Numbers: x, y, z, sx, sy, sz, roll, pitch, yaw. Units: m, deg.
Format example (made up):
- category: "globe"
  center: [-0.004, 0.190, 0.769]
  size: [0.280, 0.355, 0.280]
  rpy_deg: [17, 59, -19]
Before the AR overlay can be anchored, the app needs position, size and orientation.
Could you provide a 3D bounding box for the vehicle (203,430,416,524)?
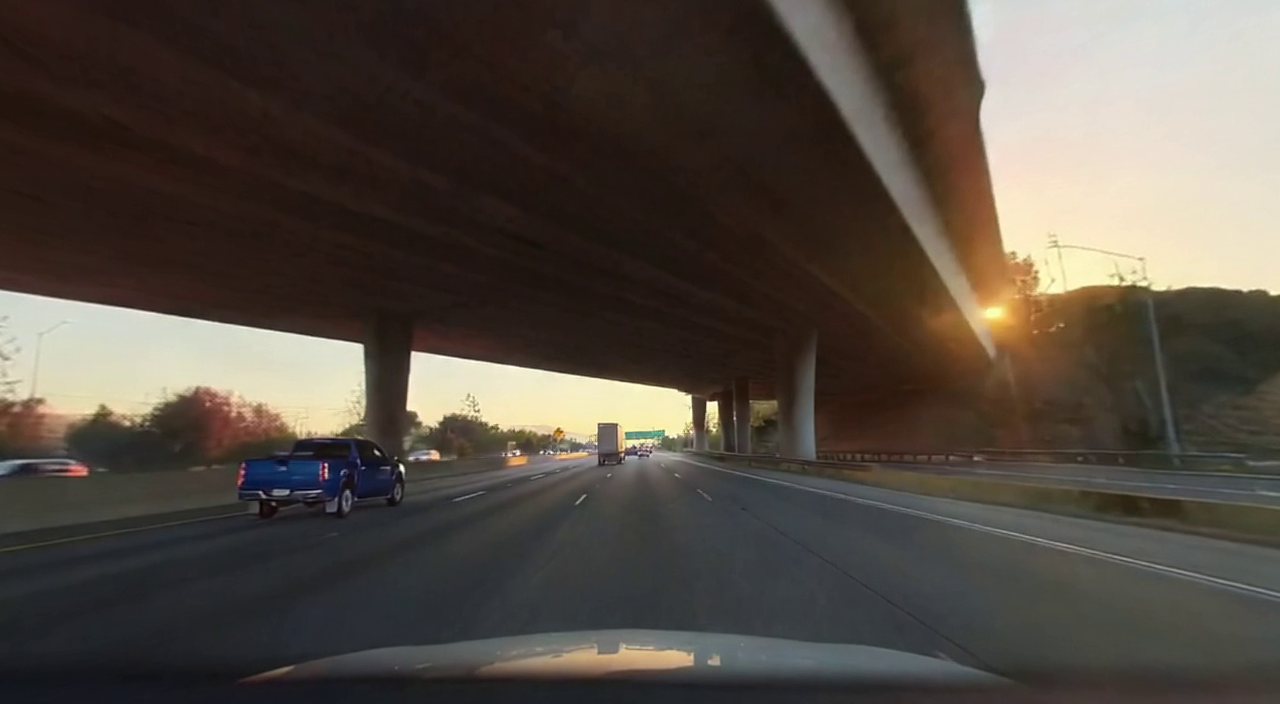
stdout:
- category: "vehicle"
  center: [-6.999, 2.688, 14.127]
  size: [2.168, 1.729, 4.724]
  rpy_deg: [0, -9, 0]
